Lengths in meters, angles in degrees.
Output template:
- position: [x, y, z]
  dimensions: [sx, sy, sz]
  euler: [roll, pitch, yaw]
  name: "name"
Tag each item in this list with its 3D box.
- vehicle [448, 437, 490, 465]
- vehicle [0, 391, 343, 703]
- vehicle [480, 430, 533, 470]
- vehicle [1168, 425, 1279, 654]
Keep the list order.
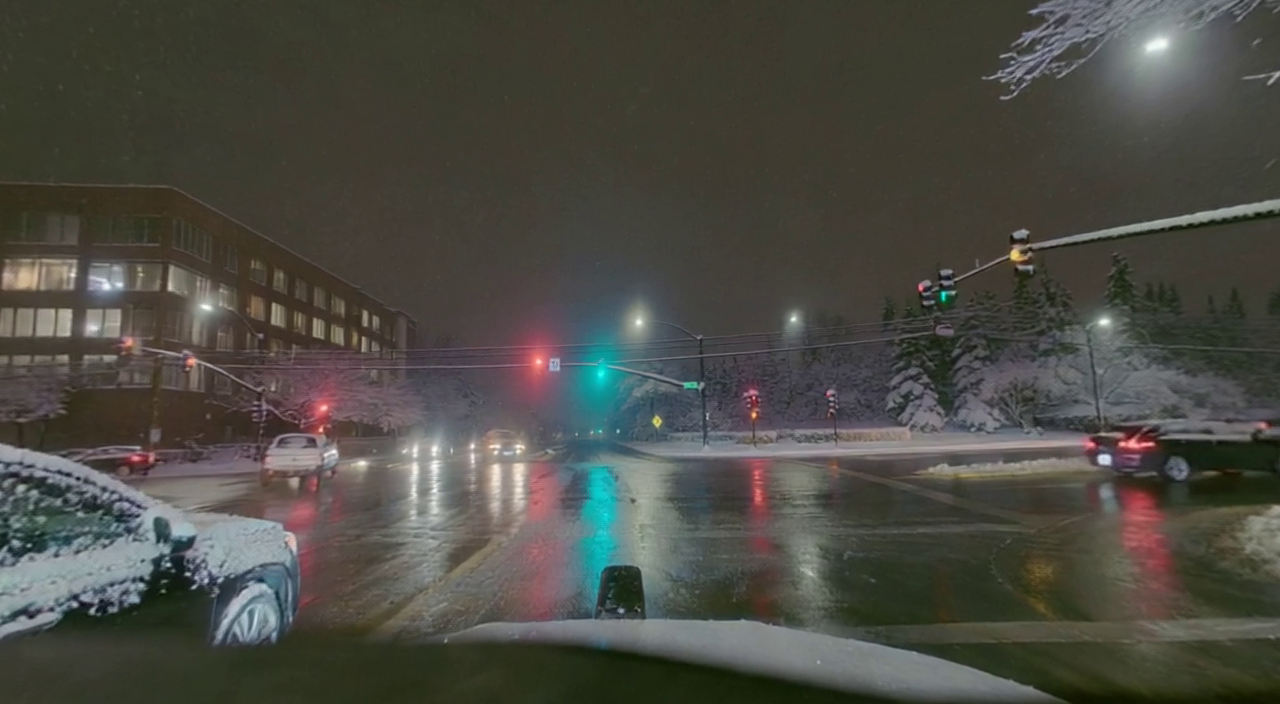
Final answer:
- position: [-12.805, 7.418, 47.528]
  dimensions: [2.051, 1.715, 4.346]
  euler: [-3, -6, -1]
  name: "vehicle"
- position: [-3.073, 0.892, 2.159]
  dimensions: [1.919, 1.478, 4.720]
  euler: [0, -8, -1]
  name: "vehicle"
- position: [-6.904, 4.974, 32.315]
  dimensions: [2.109, 1.871, 4.778]
  euler: [2, -9, -17]
  name: "vehicle"
- position: [4.942, 0.984, 2.570]
  dimensions: [1.949, 1.449, 4.530]
  euler: [-1, -8, 5]
  name: "vehicle"
